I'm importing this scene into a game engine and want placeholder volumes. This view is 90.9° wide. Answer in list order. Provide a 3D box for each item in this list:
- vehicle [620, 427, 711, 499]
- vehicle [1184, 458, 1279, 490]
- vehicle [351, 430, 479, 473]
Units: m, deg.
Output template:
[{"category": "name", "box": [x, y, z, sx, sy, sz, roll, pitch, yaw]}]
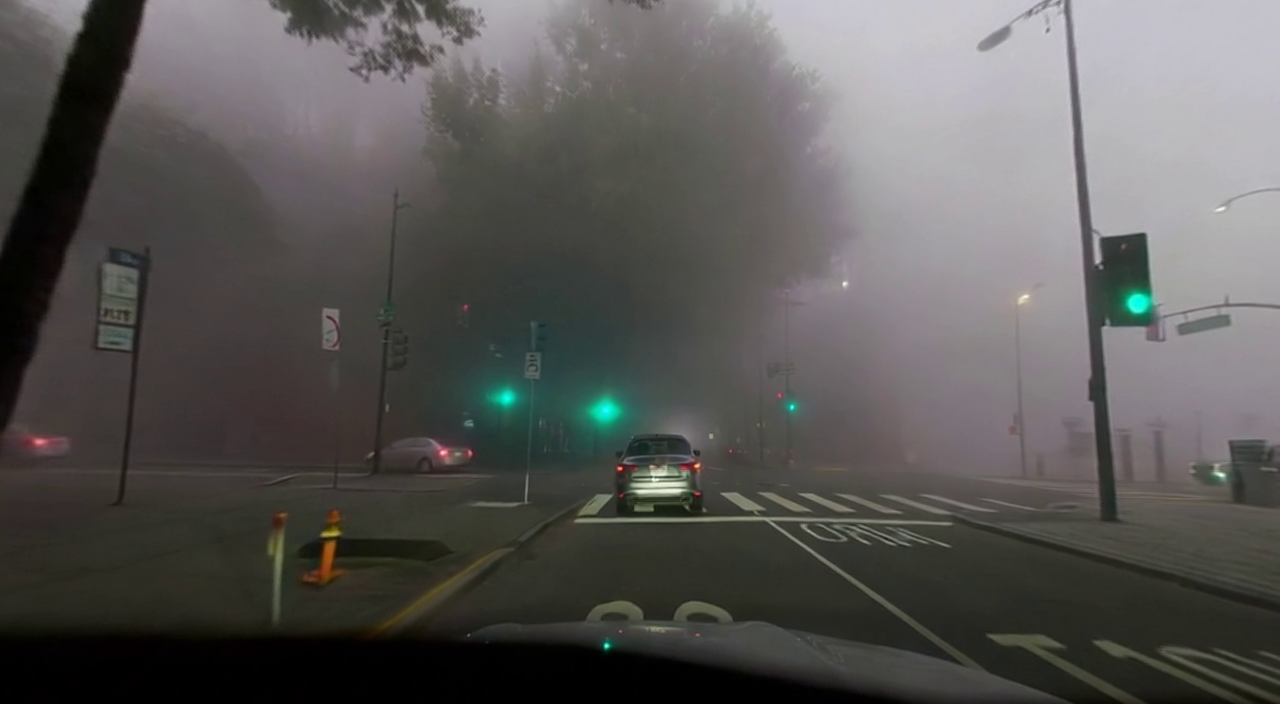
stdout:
[{"category": "vehicle", "box": [0.659, 2.831, 16.438, 2.079, 1.621, 3.861, -1, -8, 2]}, {"category": "vehicle", "box": [30.423, 6.081, 31.557, 4.668, 1.441, 1.904, 0, -8, -4]}, {"category": "vehicle", "box": [-8.633, 3.809, 24.236, 4.282, 1.519, 2.077, -4, -9, 21]}]
